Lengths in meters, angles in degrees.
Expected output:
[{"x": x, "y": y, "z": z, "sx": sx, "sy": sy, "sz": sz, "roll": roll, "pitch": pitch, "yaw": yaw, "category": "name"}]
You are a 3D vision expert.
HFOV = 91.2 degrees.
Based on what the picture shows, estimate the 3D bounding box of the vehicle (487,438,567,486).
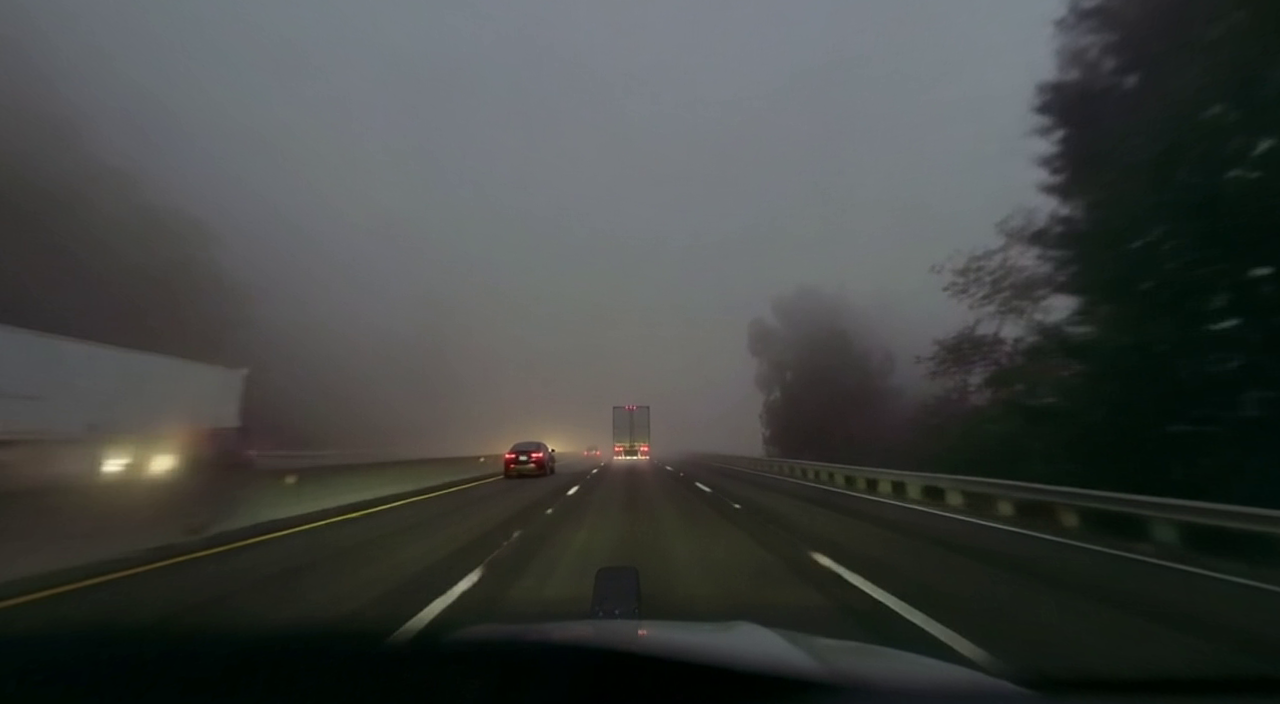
[{"x": -3.978, "y": 3.962, "z": 22.862, "sx": 2.057, "sy": 1.519, "sz": 4.372, "roll": -1, "pitch": -9, "yaw": 1, "category": "vehicle"}]

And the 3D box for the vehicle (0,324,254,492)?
[{"x": -17.312, "y": 1.891, "z": 18.685, "sx": 2.937, "sy": 4.088, "sz": 14.102, "roll": 0, "pitch": -9, "yaw": -1, "category": "vehicle"}]

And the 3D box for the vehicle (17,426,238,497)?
[{"x": -13.010, "y": 2.805, "z": 16.415, "sx": 2.004, "sy": 1.564, "sz": 4.488, "roll": 0, "pitch": -9, "yaw": -1, "category": "vehicle"}]
